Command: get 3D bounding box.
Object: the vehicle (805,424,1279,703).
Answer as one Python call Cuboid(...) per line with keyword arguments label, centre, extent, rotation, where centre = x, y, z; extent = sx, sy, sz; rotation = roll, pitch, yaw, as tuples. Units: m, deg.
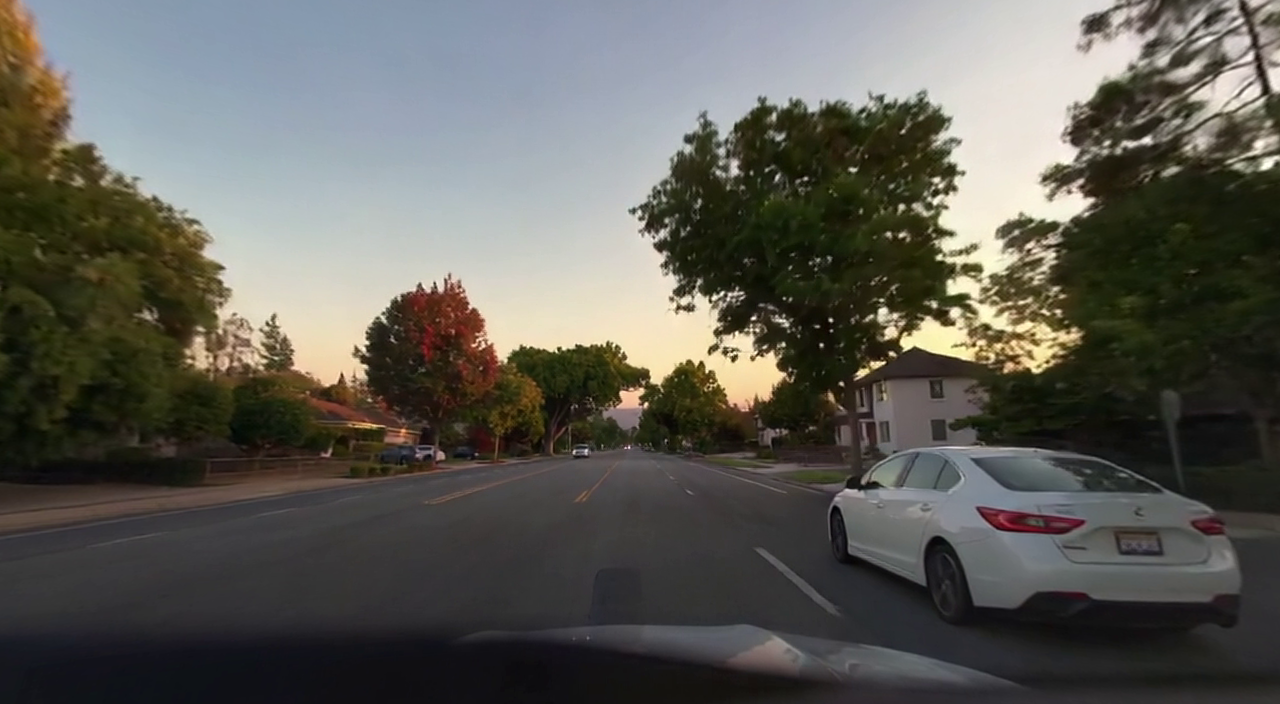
Cuboid(label="vehicle", centre=(3.094, 1.471, 5.590), extent=(2.057, 1.493, 4.225), rotation=(0, -9, -1))
